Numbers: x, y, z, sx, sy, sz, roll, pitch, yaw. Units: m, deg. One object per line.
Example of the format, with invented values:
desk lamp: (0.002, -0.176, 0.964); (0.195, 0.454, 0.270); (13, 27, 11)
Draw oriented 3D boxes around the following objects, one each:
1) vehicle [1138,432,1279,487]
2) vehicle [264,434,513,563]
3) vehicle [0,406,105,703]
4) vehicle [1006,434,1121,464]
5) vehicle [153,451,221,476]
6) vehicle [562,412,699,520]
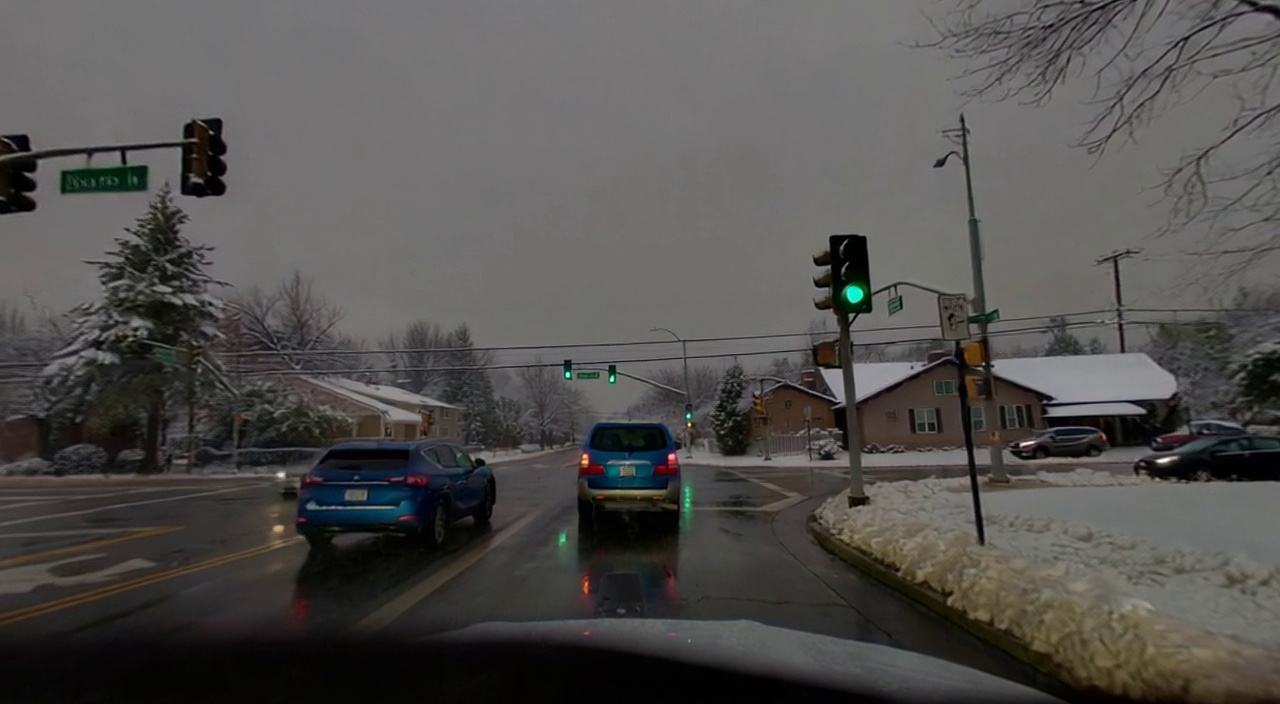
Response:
vehicle: (17.228, 2.980, 17.653); (4.715, 1.439, 1.874); (-2, -9, 14)
vehicle: (-3.347, 2.015, 9.520); (1.934, 1.459, 4.368); (0, -8, 0)
vehicle: (-3.388, 0.663, 0.380); (1.977, 1.488, 4.741); (0, -8, 0)
vehicle: (21.339, 4.919, 32.006); (4.353, 1.431, 1.876); (-2, -9, 14)
vehicle: (-31.283, 7.668, 43.813); (2.113, 1.603, 4.222); (1, -9, -10)
vehicle: (-0.189, 2.341, 13.473); (2.396, 1.881, 4.606); (0, -8, -1)
